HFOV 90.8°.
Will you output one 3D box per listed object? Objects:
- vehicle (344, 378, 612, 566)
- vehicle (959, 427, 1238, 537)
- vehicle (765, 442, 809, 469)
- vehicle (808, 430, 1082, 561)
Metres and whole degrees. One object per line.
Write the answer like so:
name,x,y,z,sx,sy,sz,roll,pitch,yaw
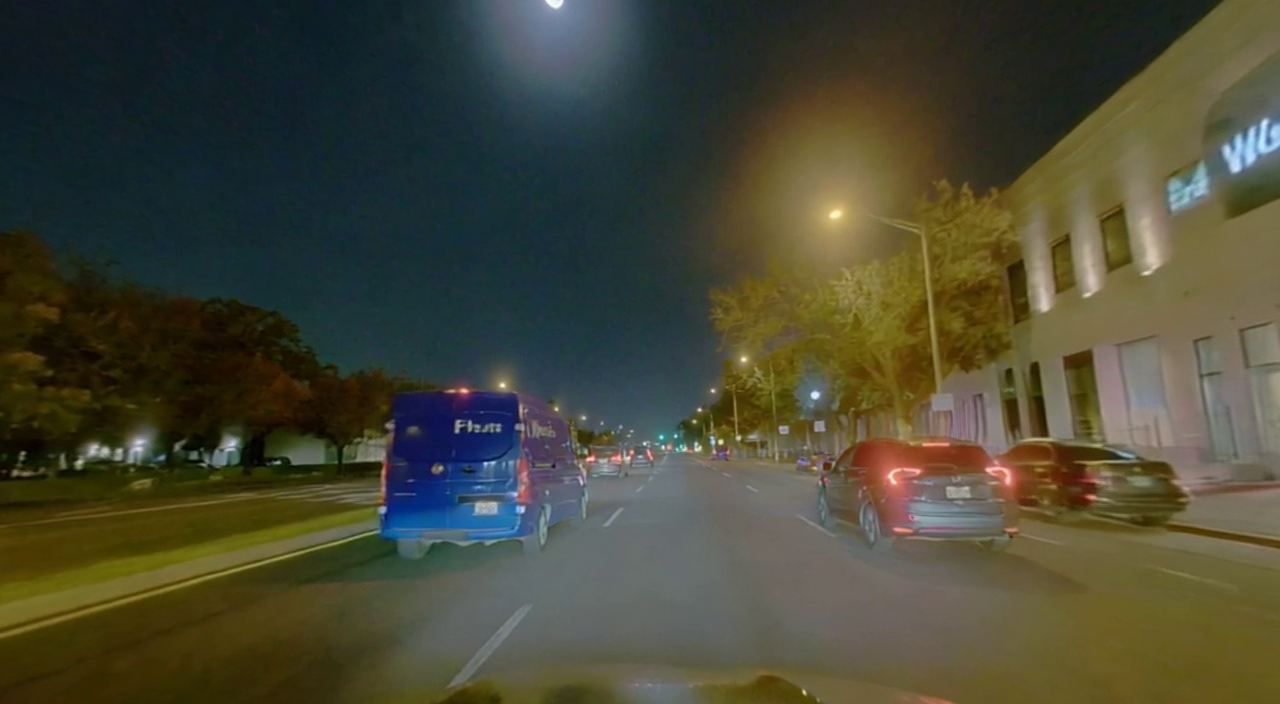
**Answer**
vehicle,-2.009,1.802,10.170,2.490,2.153,5.594,-1,-9,4
vehicle,7.930,2.266,11.577,1.983,1.618,4.108,0,-9,0
vehicle,10.010,7.068,43.427,2.017,1.745,4.670,-1,-9,2
vehicle,4.124,2.003,9.622,2.021,1.491,4.563,-1,-9,2
